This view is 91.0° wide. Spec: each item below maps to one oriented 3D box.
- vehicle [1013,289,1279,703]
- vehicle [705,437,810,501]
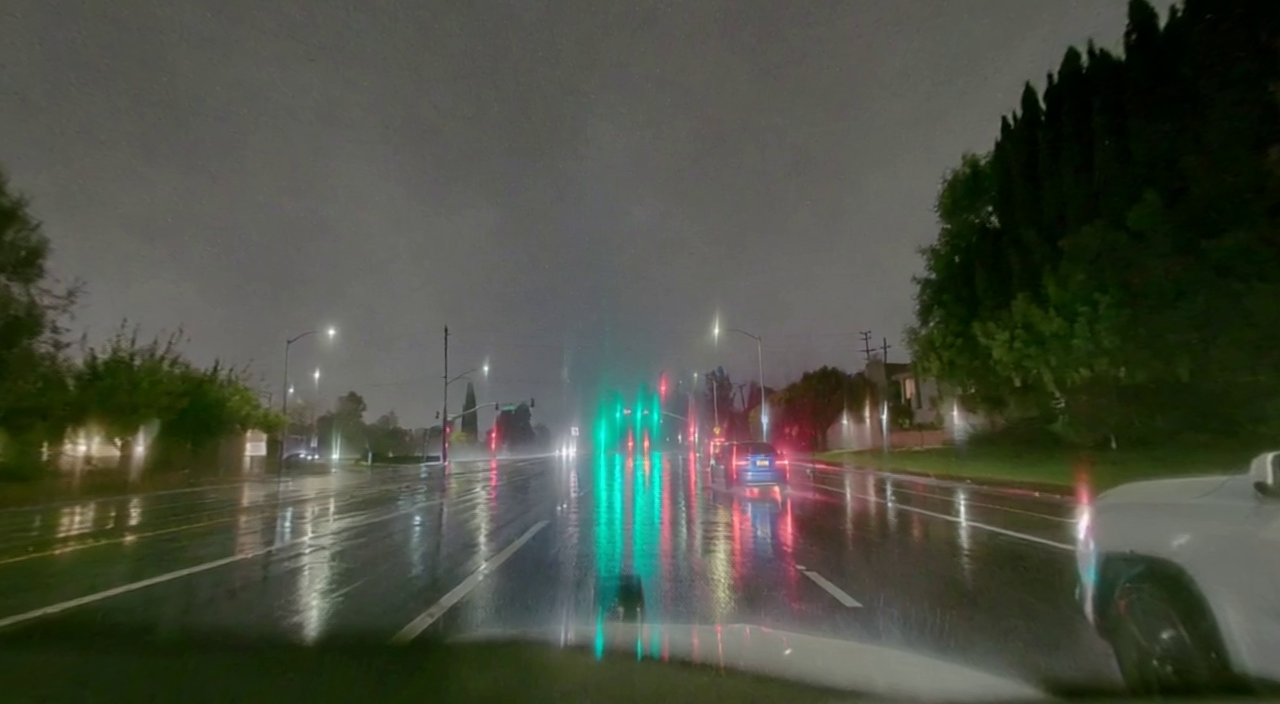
[{"bbox_3d":[3.049,0.541,0.960,2.129,1.761,4.610,0,-9,1],"label":"vehicle"},{"bbox_3d":[2.907,2.994,16.536,1.889,1.451,4.180,0,-9,-1],"label":"vehicle"}]
